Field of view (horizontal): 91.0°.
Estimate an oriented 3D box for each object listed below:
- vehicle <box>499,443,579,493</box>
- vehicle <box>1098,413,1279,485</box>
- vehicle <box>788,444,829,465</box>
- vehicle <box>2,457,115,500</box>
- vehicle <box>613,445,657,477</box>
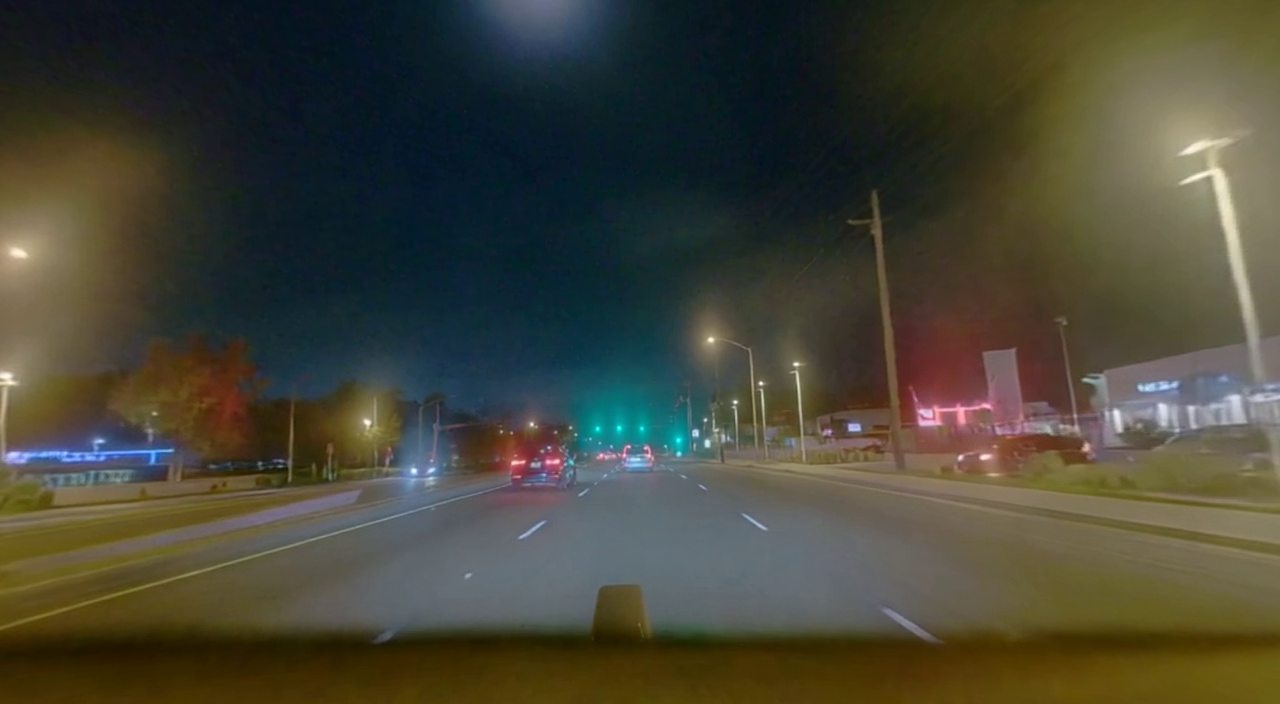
[{"bbox_3d":[-3.228,3.796,20.999,1.939,1.496,4.309,0,-9,0],"label":"vehicle"},{"bbox_3d":[13.530,2.254,14.657,4.109,1.542,1.975,-1,-9,2],"label":"vehicle"},{"bbox_3d":[13.039,7.916,48.893,1.914,1.523,4.747,-1,-9,1],"label":"vehicle"},{"bbox_3d":[-40.664,8.832,44.132,5.302,2.808,2.498,-1,-9,1],"label":"vehicle"},{"bbox_3d":[-0.236,5.288,30.874,2.019,1.459,4.005,0,-9,-1],"label":"vehicle"}]
